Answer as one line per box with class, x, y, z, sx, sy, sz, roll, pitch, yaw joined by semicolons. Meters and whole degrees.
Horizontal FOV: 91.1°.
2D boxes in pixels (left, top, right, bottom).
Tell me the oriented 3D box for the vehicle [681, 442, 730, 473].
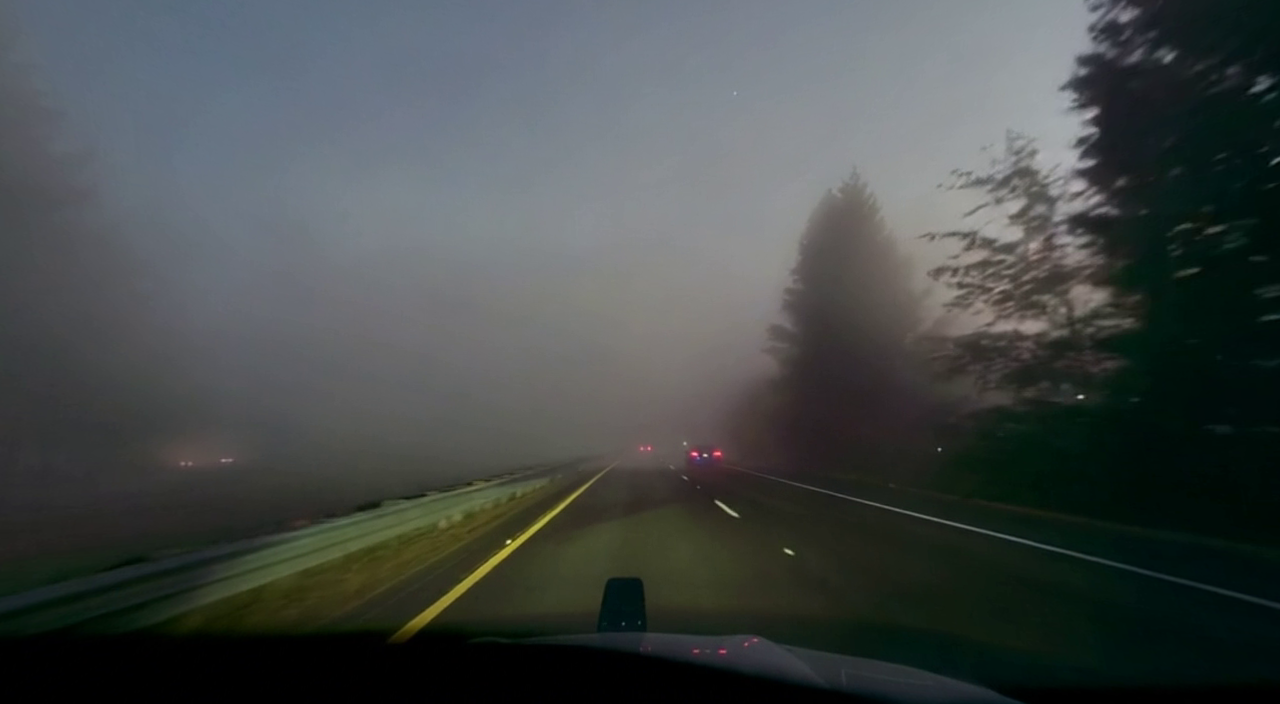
vehicle;3.387;5.533;33.250;2.079;1.531;3.997;0;-9;-2
